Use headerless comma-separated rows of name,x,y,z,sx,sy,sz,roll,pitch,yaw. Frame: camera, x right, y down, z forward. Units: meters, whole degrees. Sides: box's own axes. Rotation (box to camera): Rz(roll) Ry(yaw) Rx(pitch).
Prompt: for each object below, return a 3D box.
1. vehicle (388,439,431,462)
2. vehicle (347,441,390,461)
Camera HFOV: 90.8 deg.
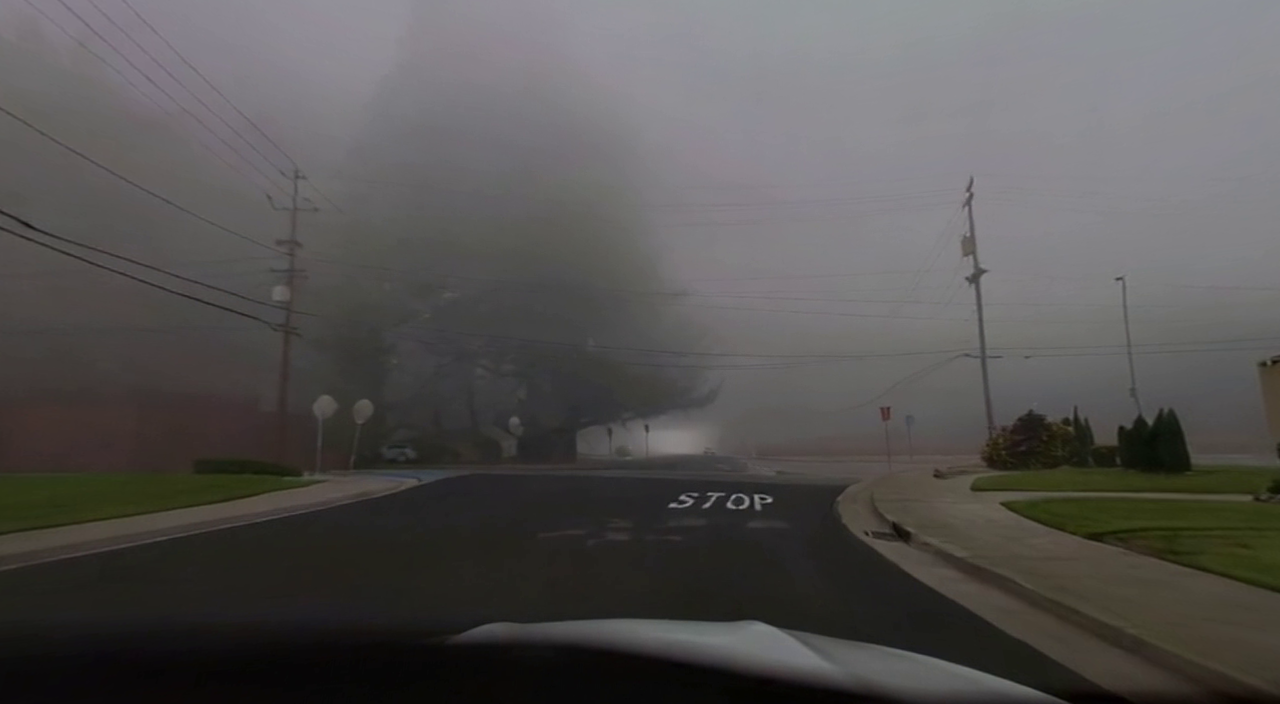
vehicle,-17.068,7.324,46.976,1.986,1.639,4.361,1,-9,-8
vehicle,-20.154,7.373,47.029,1.864,1.337,3.943,3,-8,-7
